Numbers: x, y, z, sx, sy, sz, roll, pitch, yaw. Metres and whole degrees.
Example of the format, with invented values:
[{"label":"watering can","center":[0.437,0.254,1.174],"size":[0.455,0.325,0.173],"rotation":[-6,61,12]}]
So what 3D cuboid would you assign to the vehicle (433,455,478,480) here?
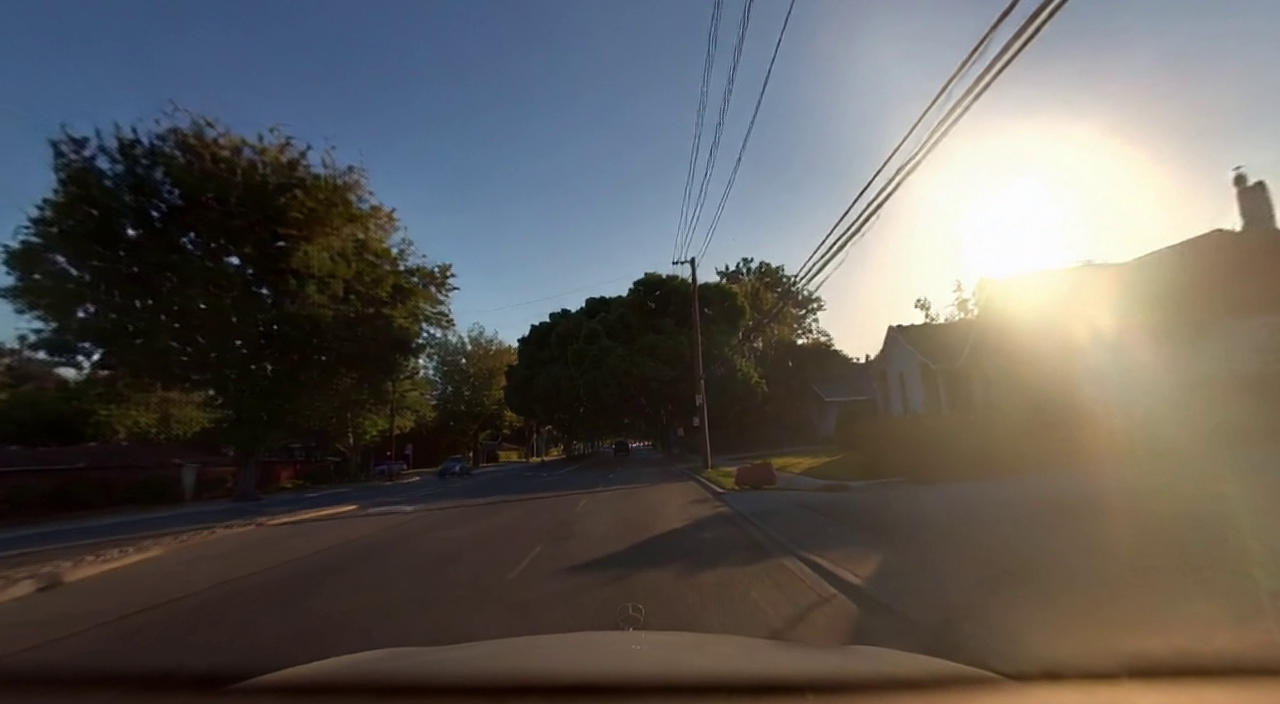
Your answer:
[{"label":"vehicle","center":[-14.167,8.865,48.630],"size":[1.996,1.695,4.635],"rotation":[-1,-8,0]}]
